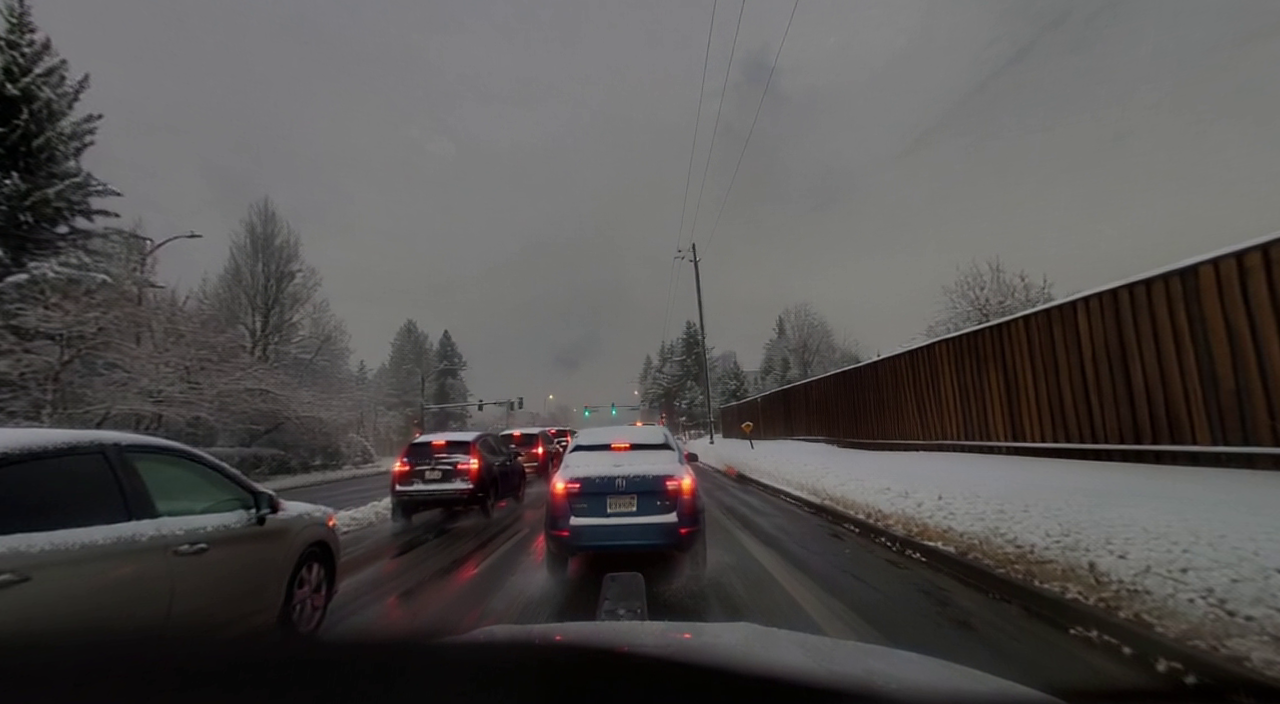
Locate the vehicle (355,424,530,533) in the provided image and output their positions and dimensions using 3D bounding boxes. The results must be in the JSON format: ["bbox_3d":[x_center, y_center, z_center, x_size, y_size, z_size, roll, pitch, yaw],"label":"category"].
[{"bbox_3d":[-3.228,2.135,11.118,1.850,1.582,3.688,0,-8,0],"label":"vehicle"}]

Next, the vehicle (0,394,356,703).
[{"bbox_3d":[-3.161,0.948,2.386,1.980,1.520,4.636,0,-8,0],"label":"vehicle"}]

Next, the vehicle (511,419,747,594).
[{"bbox_3d":[-0.131,1.598,7.334,1.995,1.460,3.865,0,-8,-1],"label":"vehicle"}]
